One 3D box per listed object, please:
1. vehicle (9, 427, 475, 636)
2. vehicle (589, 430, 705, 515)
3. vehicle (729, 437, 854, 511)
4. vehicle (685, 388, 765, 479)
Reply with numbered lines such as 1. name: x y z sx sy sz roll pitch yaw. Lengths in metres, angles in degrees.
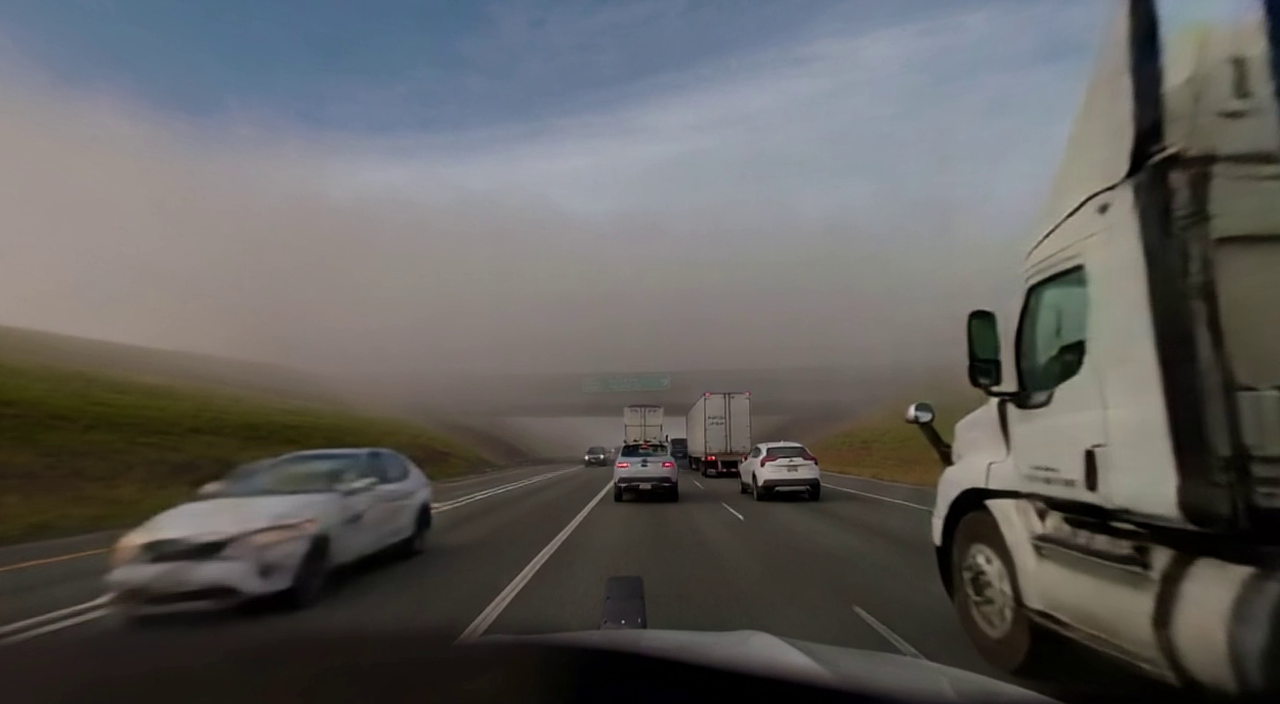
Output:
1. vehicle: -3.498 1.660 6.850 2.091 1.489 4.397 -1 -9 2
2. vehicle: 0.187 2.685 14.413 2.256 1.615 4.114 -1 -9 2
3. vehicle: 3.423 2.842 15.070 1.972 1.505 3.946 -1 -9 0
4. vehicle: 3.996 4.106 31.188 2.948 3.974 6.480 0 -9 0
